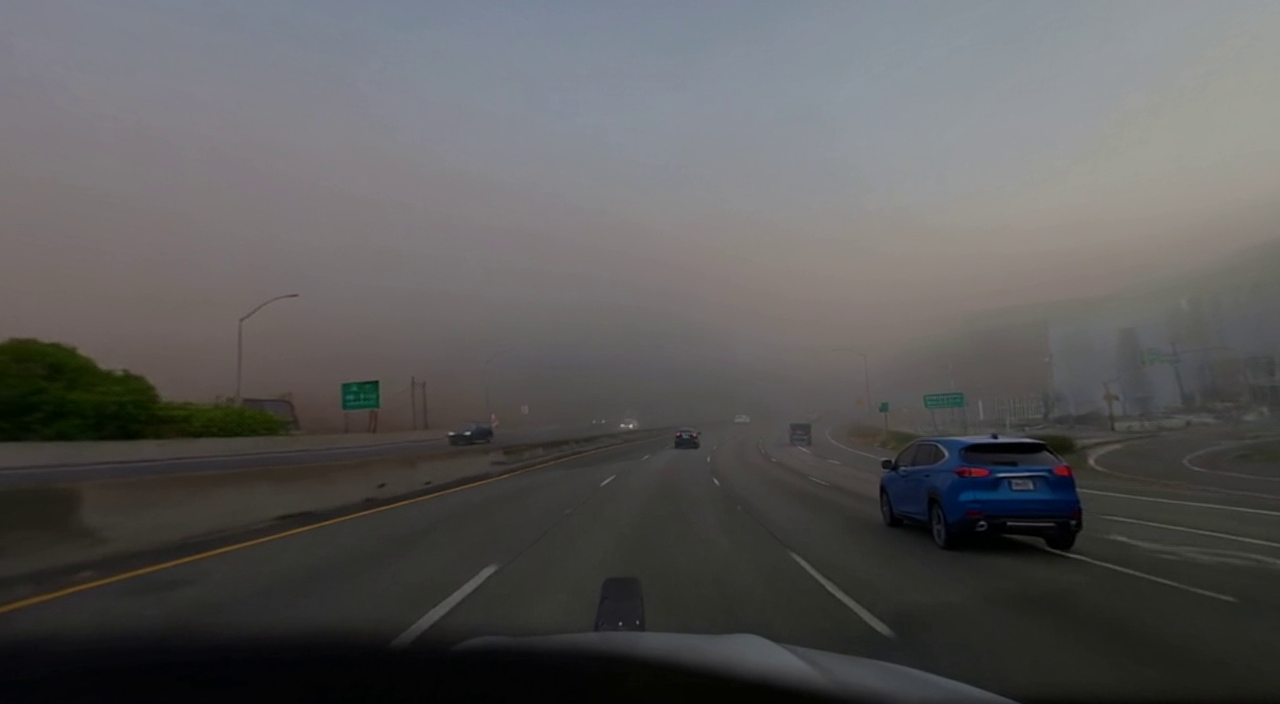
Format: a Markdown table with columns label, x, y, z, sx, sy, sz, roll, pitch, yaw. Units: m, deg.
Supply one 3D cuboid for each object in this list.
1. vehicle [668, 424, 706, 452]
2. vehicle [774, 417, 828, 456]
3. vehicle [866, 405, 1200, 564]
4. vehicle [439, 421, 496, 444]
| label | x | y | z | sx | sy | sz | roll | pitch | yaw |
| --- | --- | --- | --- | --- | --- | --- | --- | --- | --- |
| vehicle | 3.200 | 5.807 | 42.316 | 2.181 | 1.768 | 4.383 | -1 | -9 | 9 |
| vehicle | 10.143 | 5.433 | 40.276 | 2.526 | 2.230 | 6.190 | -1 | -9 | 7 |
| vehicle | 4.936 | 1.720 | 8.915 | 2.097 | 1.659 | 4.320 | 0 | -8 | 3 |
| vehicle | -11.931 | 5.676 | 44.047 | 1.967 | 1.496 | 4.871 | -1 | -9 | 9 |
